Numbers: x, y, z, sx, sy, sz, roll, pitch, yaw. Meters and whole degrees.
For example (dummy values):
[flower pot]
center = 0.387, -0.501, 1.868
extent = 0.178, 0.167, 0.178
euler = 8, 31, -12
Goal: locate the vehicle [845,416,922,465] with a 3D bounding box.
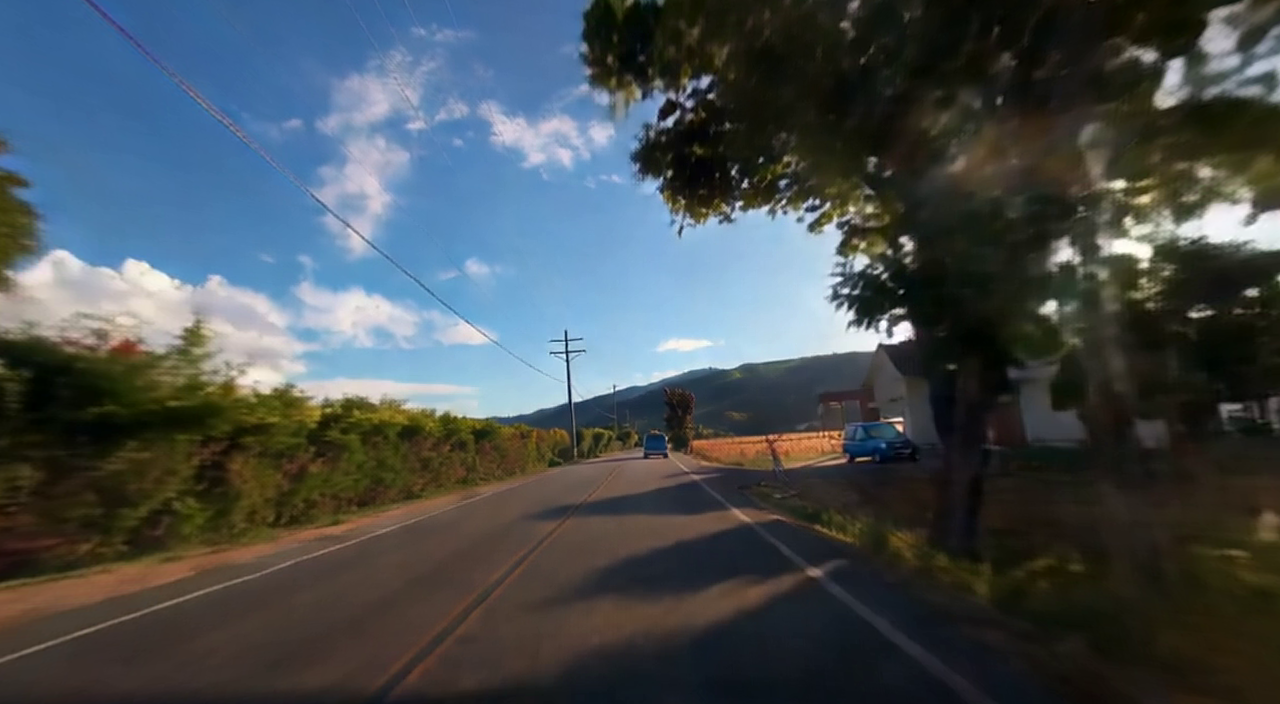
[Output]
[vehicle]
center = 10.968, 4.018, 28.704
extent = 2.077, 1.919, 4.690
euler = -5, -8, 7
